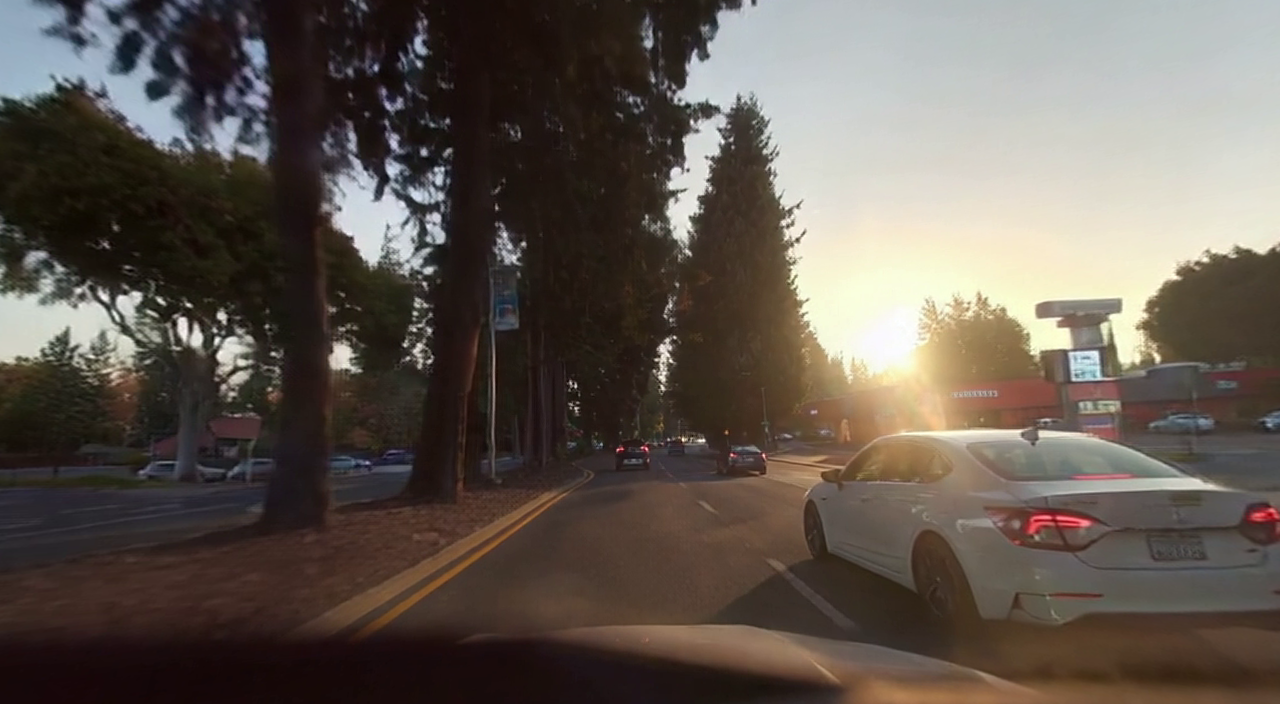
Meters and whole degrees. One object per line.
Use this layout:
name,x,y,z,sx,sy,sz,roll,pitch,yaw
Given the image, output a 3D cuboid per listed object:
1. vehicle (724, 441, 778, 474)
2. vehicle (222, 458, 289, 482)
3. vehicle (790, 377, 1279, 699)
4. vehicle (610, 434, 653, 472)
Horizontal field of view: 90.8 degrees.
vehicle,5.228,5.014,30.333,1.883,1.452,4.258,0,-8,1
vehicle,-30.113,9.244,49.515,4.040,1.444,1.905,-4,-8,-1
vehicle,2.989,1.291,5.600,2.153,1.658,4.485,0,-8,-1
vehicle,-0.420,5.199,32.558,2.106,1.798,4.168,0,-8,0
